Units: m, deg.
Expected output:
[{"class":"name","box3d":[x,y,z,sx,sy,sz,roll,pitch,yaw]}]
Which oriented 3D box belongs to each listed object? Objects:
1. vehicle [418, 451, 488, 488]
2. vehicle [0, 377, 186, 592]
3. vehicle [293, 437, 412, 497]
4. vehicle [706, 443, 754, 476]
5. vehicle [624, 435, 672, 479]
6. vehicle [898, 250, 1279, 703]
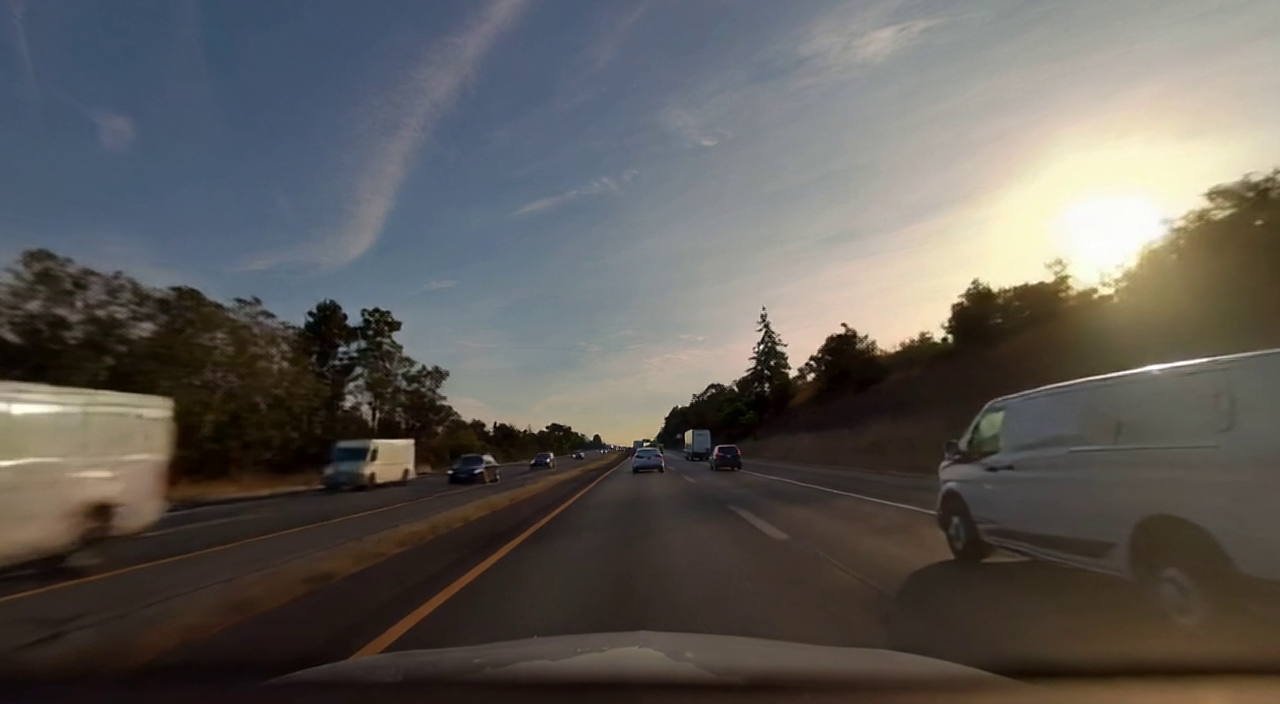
[{"class":"vehicle","box3d":[-8.530,5.363,29.146,1.994,1.555,4.076,0,-9,0]},{"class":"vehicle","box3d":[-8.680,1.593,7.603,2.171,2.512,5.597,0,-9,0]},{"class":"vehicle","box3d":[-12.937,5.186,29.048,2.393,2.423,6.696,0,-9,-1]},{"class":"vehicle","box3d":[4.572,5.509,32.463,1.868,1.566,3.509,0,-9,-2]},{"class":"vehicle","box3d":[0.372,5.027,30.299,2.143,1.925,4.101,0,-9,0]},{"class":"vehicle","box3d":[4.171,0.948,4.891,2.232,2.290,4.720,0,-9,-1]}]
